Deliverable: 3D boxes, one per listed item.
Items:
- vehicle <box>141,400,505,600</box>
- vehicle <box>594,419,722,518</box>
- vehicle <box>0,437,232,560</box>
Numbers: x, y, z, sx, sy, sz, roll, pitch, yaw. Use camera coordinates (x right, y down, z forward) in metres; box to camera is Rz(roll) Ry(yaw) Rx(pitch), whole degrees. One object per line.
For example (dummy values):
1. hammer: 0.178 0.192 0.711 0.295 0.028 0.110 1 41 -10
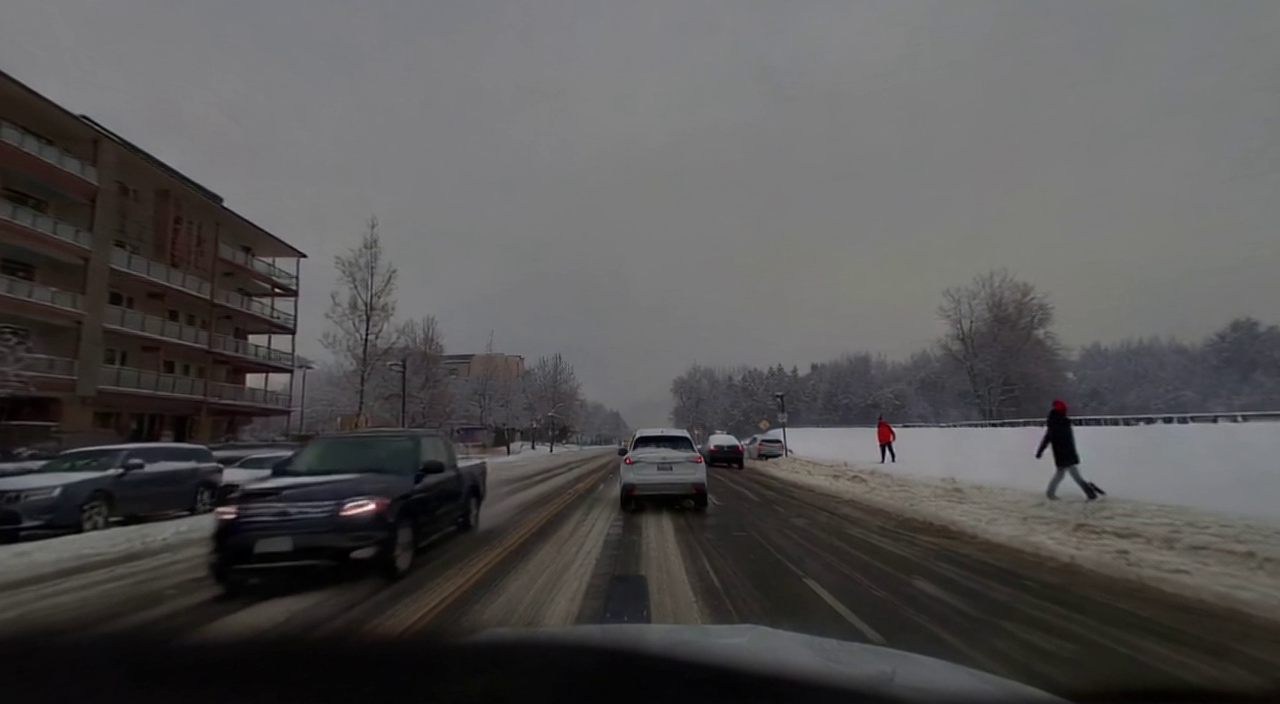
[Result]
1. vehicle: -3.225 1.606 7.733 2.086 1.702 4.451 -1 -8 1
2. vehicle: 0.274 2.221 12.465 2.132 1.632 3.838 0 -8 -1
3. vehicle: -10.404 2.596 12.098 1.940 1.816 4.721 -1 -7 0
